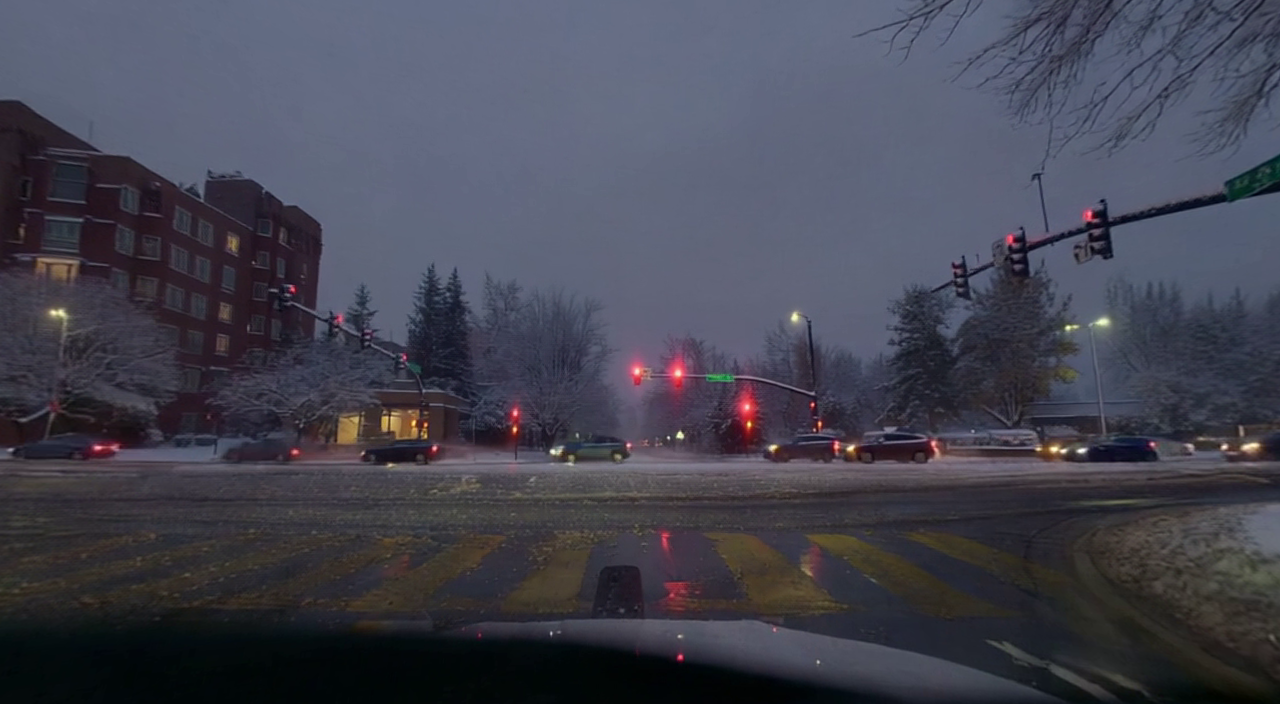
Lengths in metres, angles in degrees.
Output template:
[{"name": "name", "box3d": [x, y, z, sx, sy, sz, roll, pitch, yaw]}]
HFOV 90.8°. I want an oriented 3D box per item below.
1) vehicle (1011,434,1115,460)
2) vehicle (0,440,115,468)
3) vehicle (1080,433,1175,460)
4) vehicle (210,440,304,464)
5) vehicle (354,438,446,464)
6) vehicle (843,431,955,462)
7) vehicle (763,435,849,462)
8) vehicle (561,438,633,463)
[{"name": "vehicle", "box3d": [24.659, 5.577, 36.949, 4.724, 1.452, 1.870, 0, -9, 0]}, {"name": "vehicle", "box3d": [-31.203, 5.425, 33.747, 4.629, 1.423, 1.833, 0, -9, 0]}, {"name": "vehicle", "box3d": [31.167, 6.047, 40.492, 4.488, 1.667, 1.869, 0, -9, 0]}, {"name": "vehicle", "box3d": [-24.353, 6.395, 40.299, 4.759, 1.445, 1.865, 0, -9, 0]}, {"name": "vehicle", "box3d": [-13.892, 5.763, 36.682, 4.631, 1.435, 1.715, 0, -9, 0]}, {"name": "vehicle", "box3d": [16.260, 5.959, 39.905, 6.133, 1.833, 2.155, 0, -9, 0]}, {"name": "vehicle", "box3d": [9.588, 5.612, 36.732, 4.519, 1.476, 1.767, 0, -9, 0]}, {"name": "vehicle", "box3d": [-2.682, 6.279, 40.321, 4.443, 1.472, 1.794, 0, -9, 1]}]
